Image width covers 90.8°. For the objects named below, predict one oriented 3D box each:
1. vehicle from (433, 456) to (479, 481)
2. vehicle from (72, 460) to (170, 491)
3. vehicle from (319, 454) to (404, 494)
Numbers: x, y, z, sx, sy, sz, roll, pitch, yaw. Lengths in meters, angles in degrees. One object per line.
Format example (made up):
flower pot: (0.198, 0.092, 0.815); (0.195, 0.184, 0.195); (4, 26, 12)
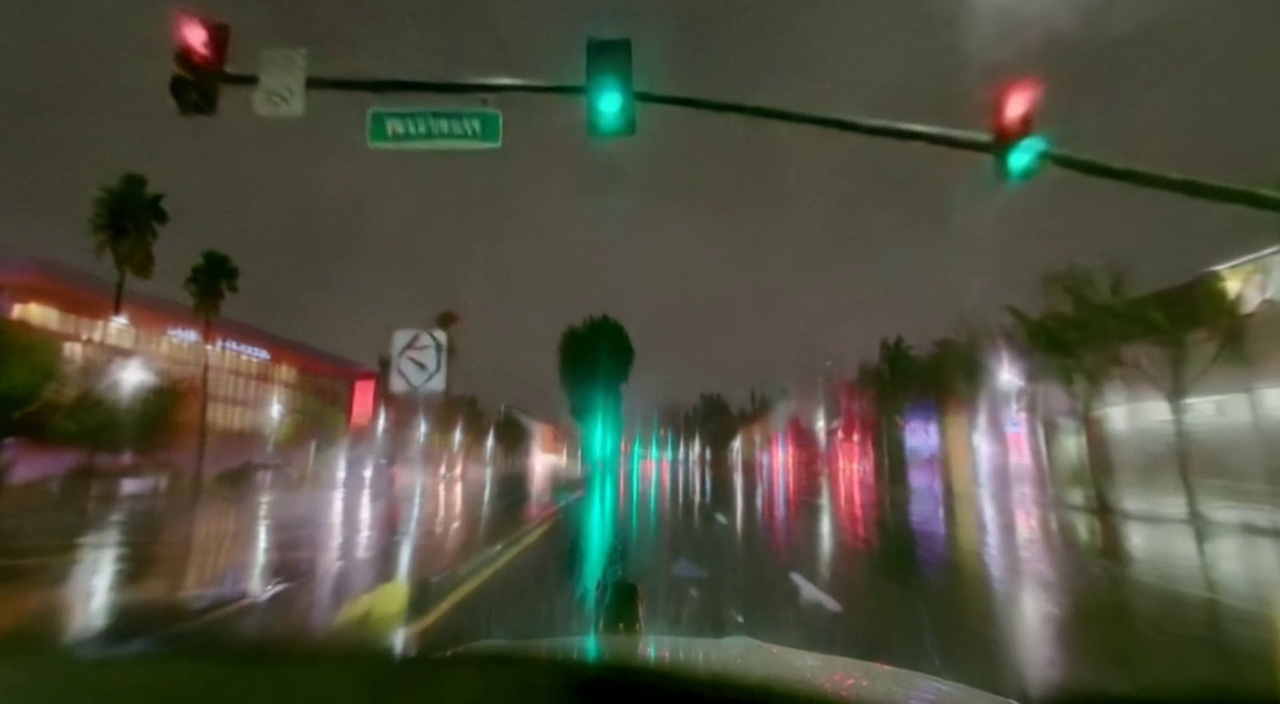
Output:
vehicle: (-13.157, 8.344, 45.433); (2.036, 1.590, 4.495); (0, -9, 0)
vehicle: (-32.229, 7.638, 39.299); (4.245, 1.642, 2.013); (-2, -9, -3)
vehicle: (-12.935, 5.662, 29.663); (1.923, 1.641, 4.551); (0, -9, -1)
